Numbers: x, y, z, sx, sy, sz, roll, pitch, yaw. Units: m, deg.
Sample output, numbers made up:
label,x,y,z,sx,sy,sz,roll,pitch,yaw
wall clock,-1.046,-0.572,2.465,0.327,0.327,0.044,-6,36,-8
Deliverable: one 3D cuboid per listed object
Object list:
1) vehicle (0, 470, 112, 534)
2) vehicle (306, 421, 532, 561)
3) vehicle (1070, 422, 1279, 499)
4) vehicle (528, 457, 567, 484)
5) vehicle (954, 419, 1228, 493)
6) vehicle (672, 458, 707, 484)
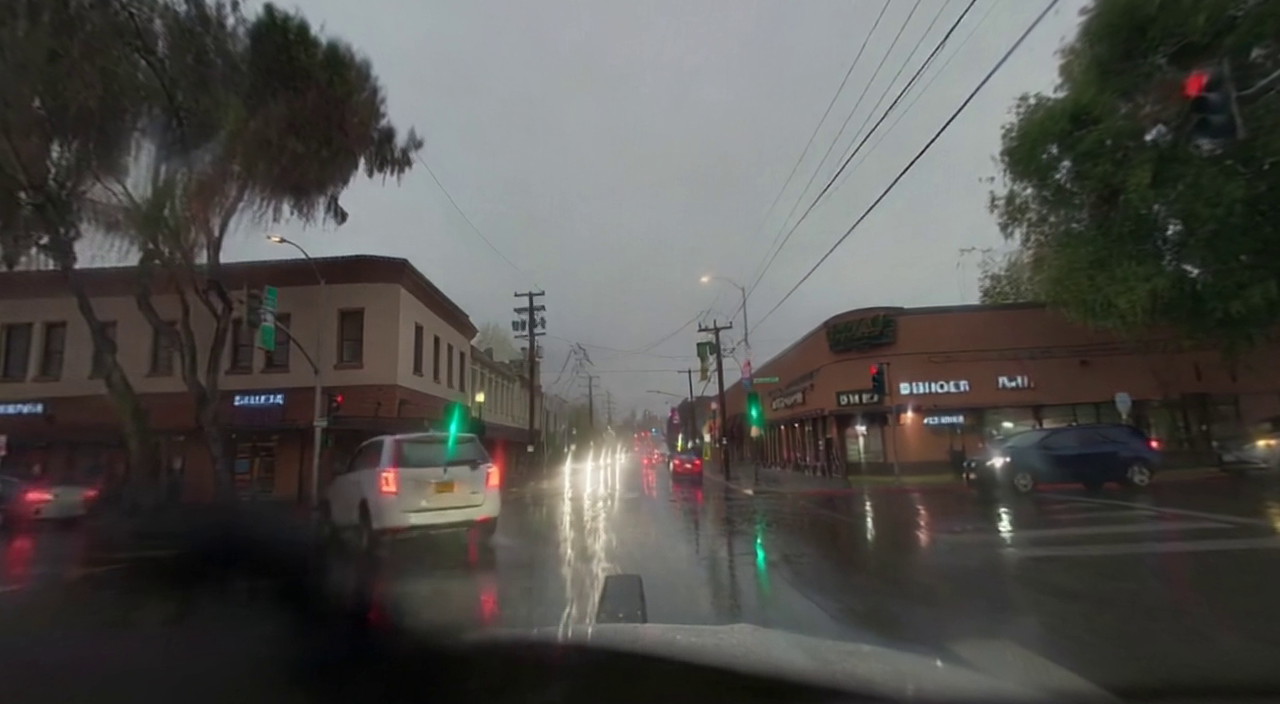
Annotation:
label,x,y,z,sx,sy,sz,roll,pitch,yaw
vehicle,-16.541,3.725,15.946,4.666,1.400,2.050,-1,-9,4
vehicle,-4.105,2.312,11.239,2.440,1.882,4.611,6,-12,-36
vehicle,13.352,2.485,14.821,4.815,1.501,2.157,-3,-9,2
vehicle,-6.408,8.268,44.159,2.044,1.711,4.048,0,-9,0
vehicle,12.307,2.901,17.674,5.716,1.894,2.433,0,-9,1
vehicle,3.044,7.438,39.722,2.062,1.526,3.989,0,-9,2
